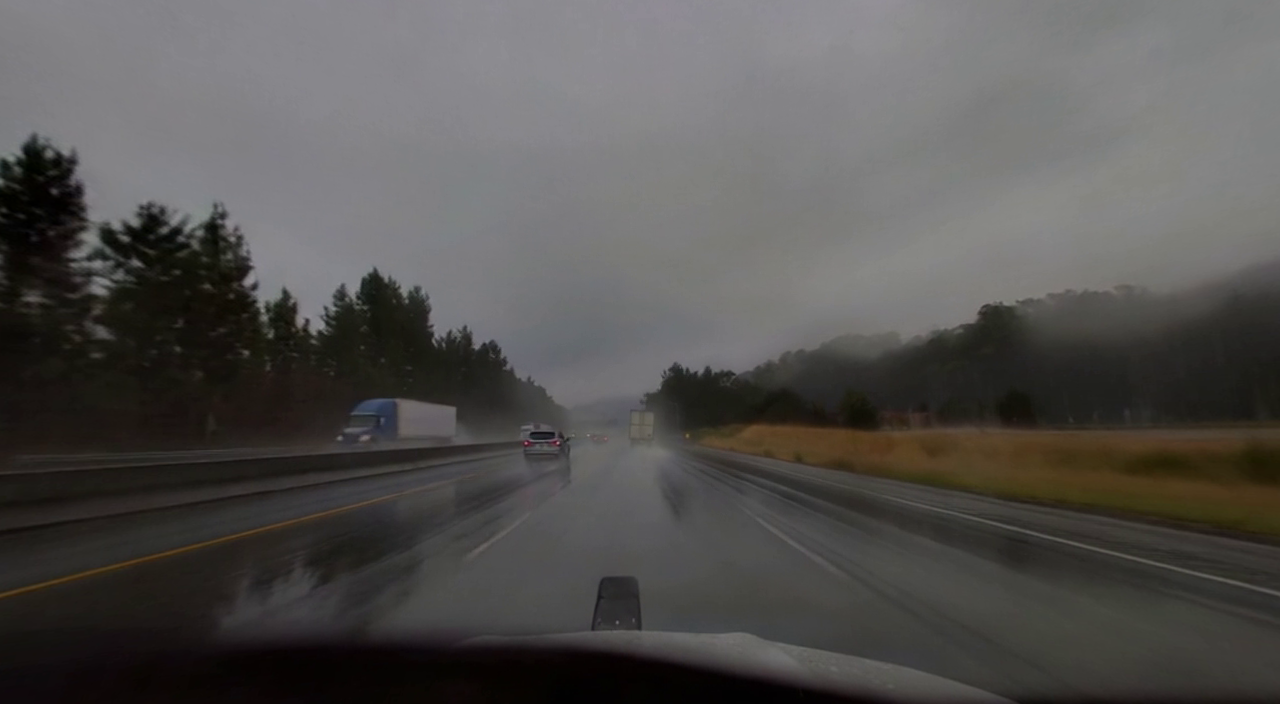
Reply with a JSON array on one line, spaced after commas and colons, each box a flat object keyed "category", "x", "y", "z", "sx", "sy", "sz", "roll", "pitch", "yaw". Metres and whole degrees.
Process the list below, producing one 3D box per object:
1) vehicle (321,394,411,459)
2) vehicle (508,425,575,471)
[{"category": "vehicle", "x": -17.151, "y": 4.781, "z": 39.941, "sx": 2.975, "sy": 3.782, "sz": 5.870, "roll": 0, "pitch": -8, "yaw": 0}, {"category": "vehicle", "x": -3.864, "y": 3.838, "z": 25.481, "sx": 2.045, "sy": 1.655, "sz": 4.301, "roll": 0, "pitch": -8, "yaw": 0}]
